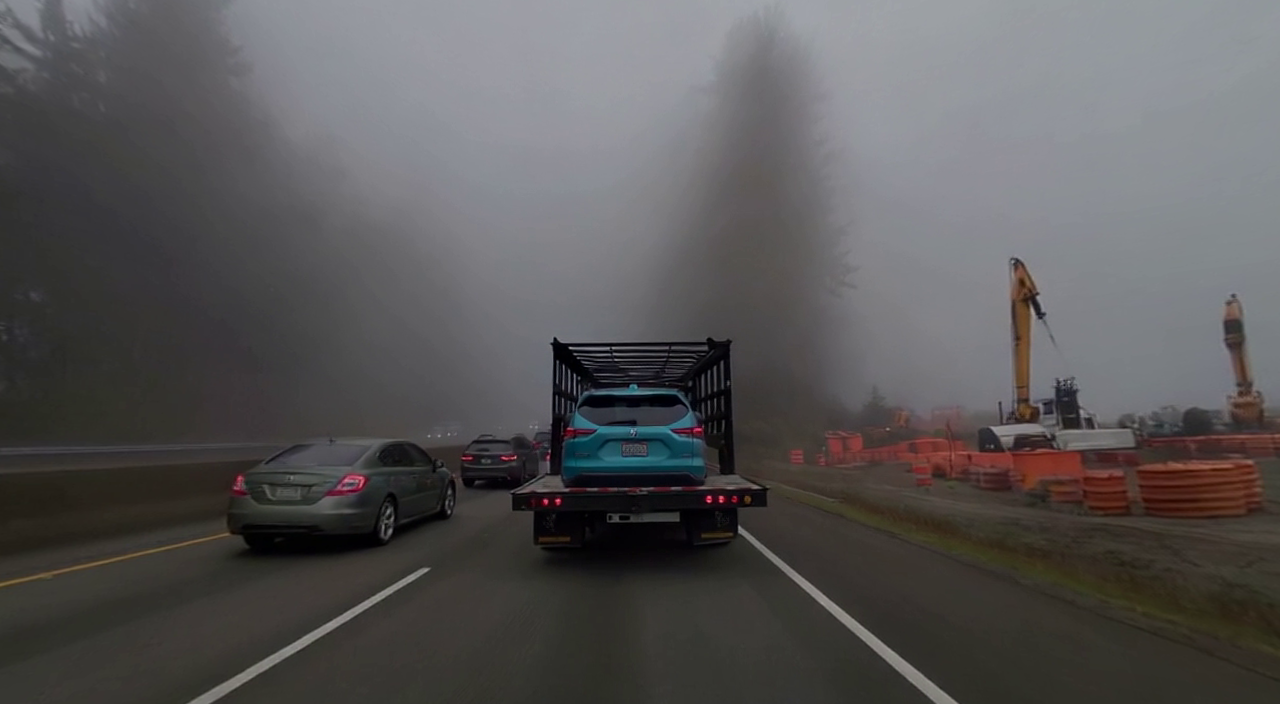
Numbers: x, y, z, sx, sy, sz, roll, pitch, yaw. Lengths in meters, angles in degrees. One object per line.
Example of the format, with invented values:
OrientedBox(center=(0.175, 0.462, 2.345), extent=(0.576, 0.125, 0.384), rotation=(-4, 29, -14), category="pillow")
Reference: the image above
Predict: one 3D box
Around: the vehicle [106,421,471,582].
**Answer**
OrientedBox(center=(-4.017, 1.797, 8.555), extent=(2.155, 1.513, 4.964), rotation=(0, -9, -1), category="vehicle")

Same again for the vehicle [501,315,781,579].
OrientedBox(center=(-0.237, 1.708, 11.495), extent=(2.735, 2.597, 10.435), rotation=(1, -9, -3), category="vehicle")

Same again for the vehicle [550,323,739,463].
OrientedBox(center=(-0.091, 0.819, 9.624), extent=(2.156, 1.604, 4.680), rotation=(1, -9, -4), category="vehicle")
